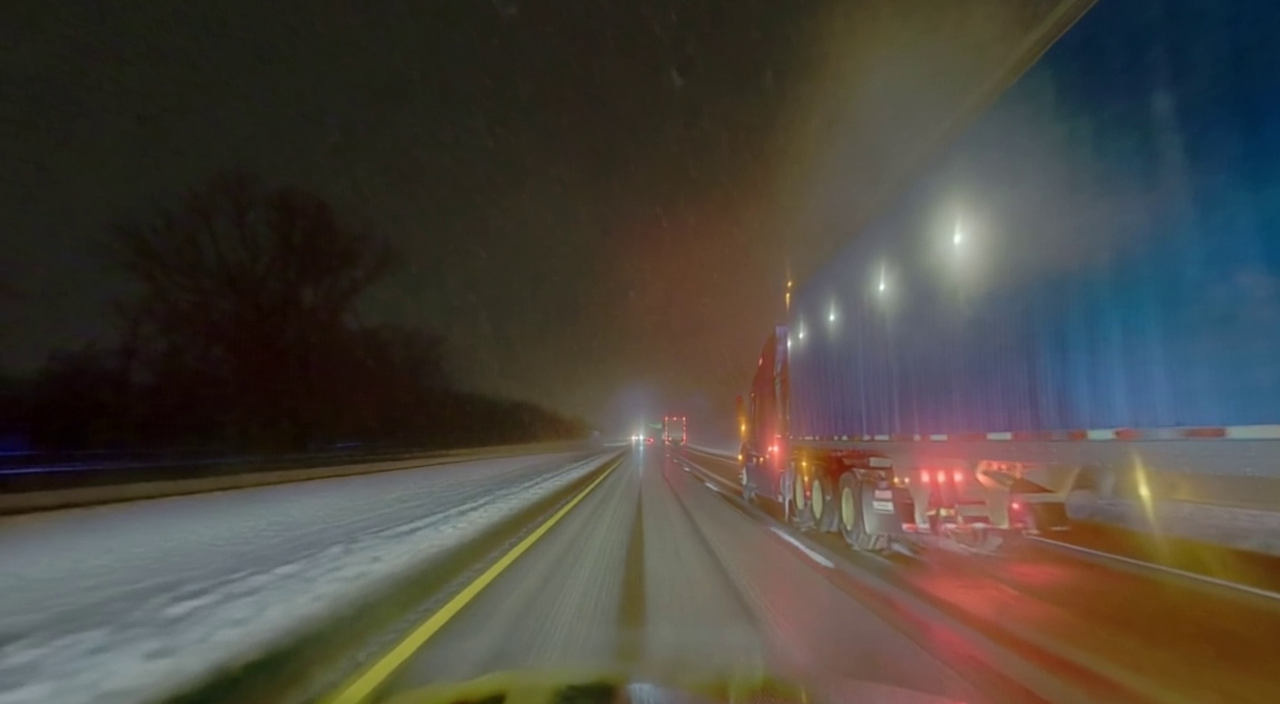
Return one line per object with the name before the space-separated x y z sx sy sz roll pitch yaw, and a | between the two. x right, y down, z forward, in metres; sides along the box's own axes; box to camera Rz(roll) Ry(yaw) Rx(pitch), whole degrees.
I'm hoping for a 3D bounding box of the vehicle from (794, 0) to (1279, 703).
vehicle | 4.026 -0.222 1.974 2.976 4.114 16.788 0 -8 0
